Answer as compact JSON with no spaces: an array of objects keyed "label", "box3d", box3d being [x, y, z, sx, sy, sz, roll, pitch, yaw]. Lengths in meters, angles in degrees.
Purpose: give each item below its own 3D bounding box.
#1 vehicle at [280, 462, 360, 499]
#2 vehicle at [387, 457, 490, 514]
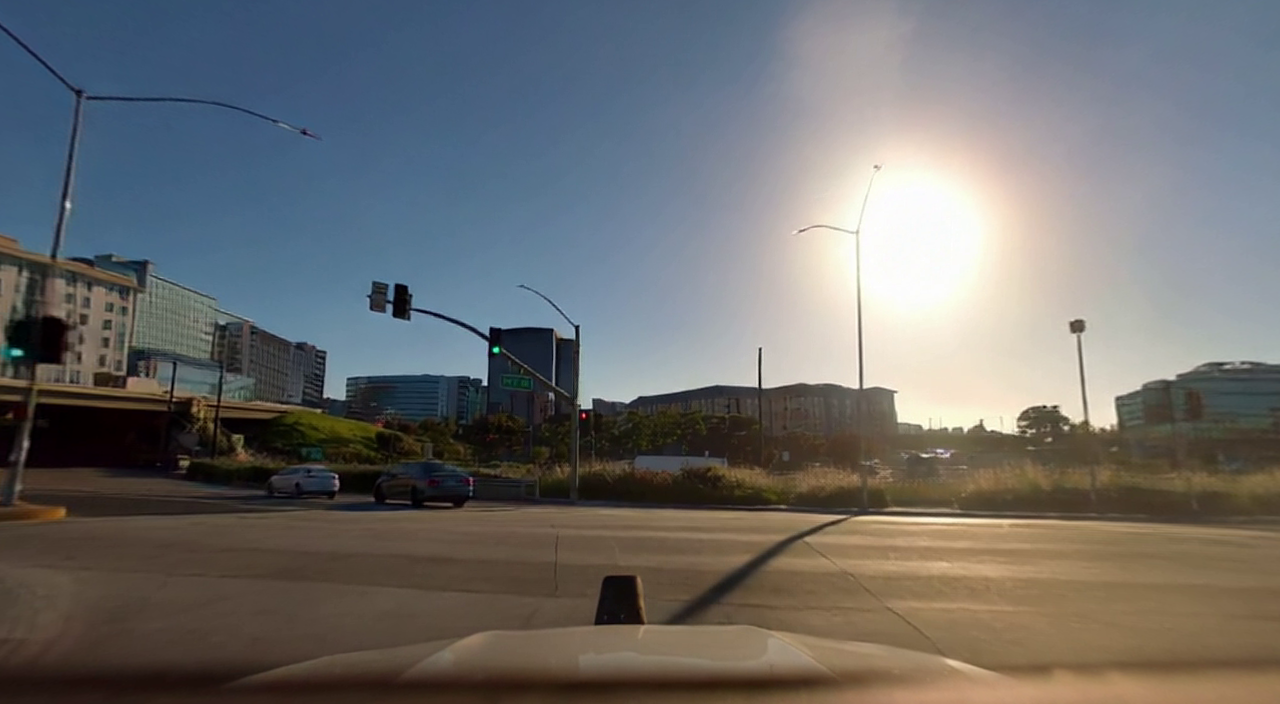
[{"label":"vehicle","box3d":[-16.005,6.338,31.537,3.852,1.605,2.007,-7,-10,37]},{"label":"vehicle","box3d":[-6.593,4.232,20.451,2.048,1.516,3.874,5,-10,-35]}]
